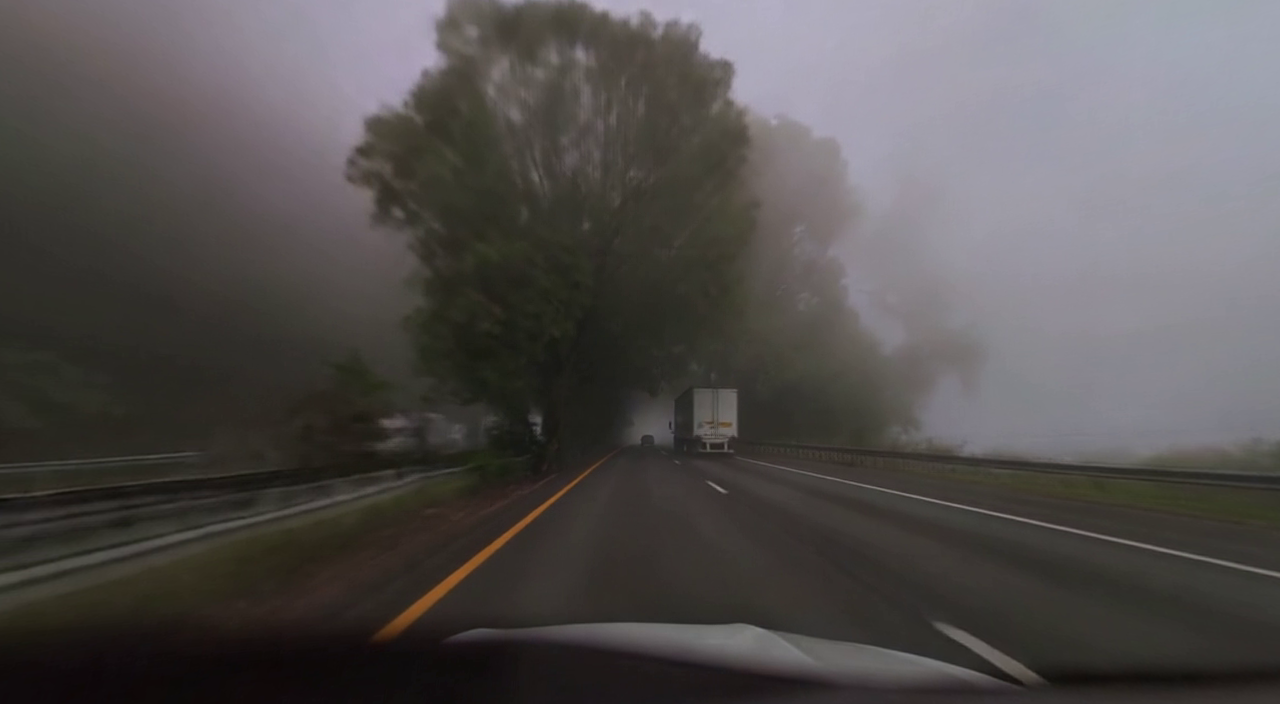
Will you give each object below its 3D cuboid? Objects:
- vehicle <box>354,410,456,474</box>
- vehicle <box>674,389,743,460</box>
[{"bbox_3d":[-11.019,4.274,30.218,2.430,2.718,5.799,0,-8,2],"label":"vehicle"},{"bbox_3d":[4.251,4.992,42.651,2.951,4.007,13.976,0,-8,-1],"label":"vehicle"}]
